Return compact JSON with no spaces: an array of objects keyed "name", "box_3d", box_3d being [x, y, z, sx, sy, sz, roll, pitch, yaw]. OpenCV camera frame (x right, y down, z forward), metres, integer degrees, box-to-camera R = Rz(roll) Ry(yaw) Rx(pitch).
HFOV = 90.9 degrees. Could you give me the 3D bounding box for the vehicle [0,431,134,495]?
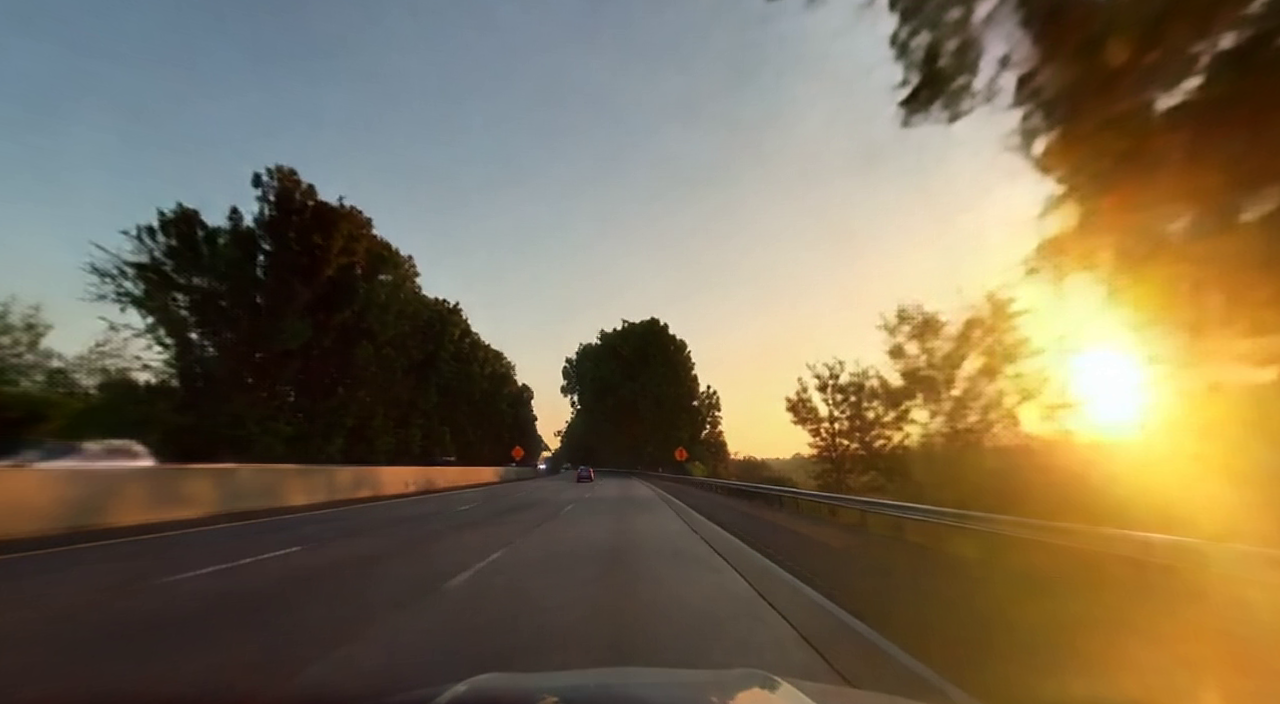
[{"name":"vehicle","box_3d":[-19.721,3.634,20.584,2.120,1.817,5.104,1,-11,-1]}]
